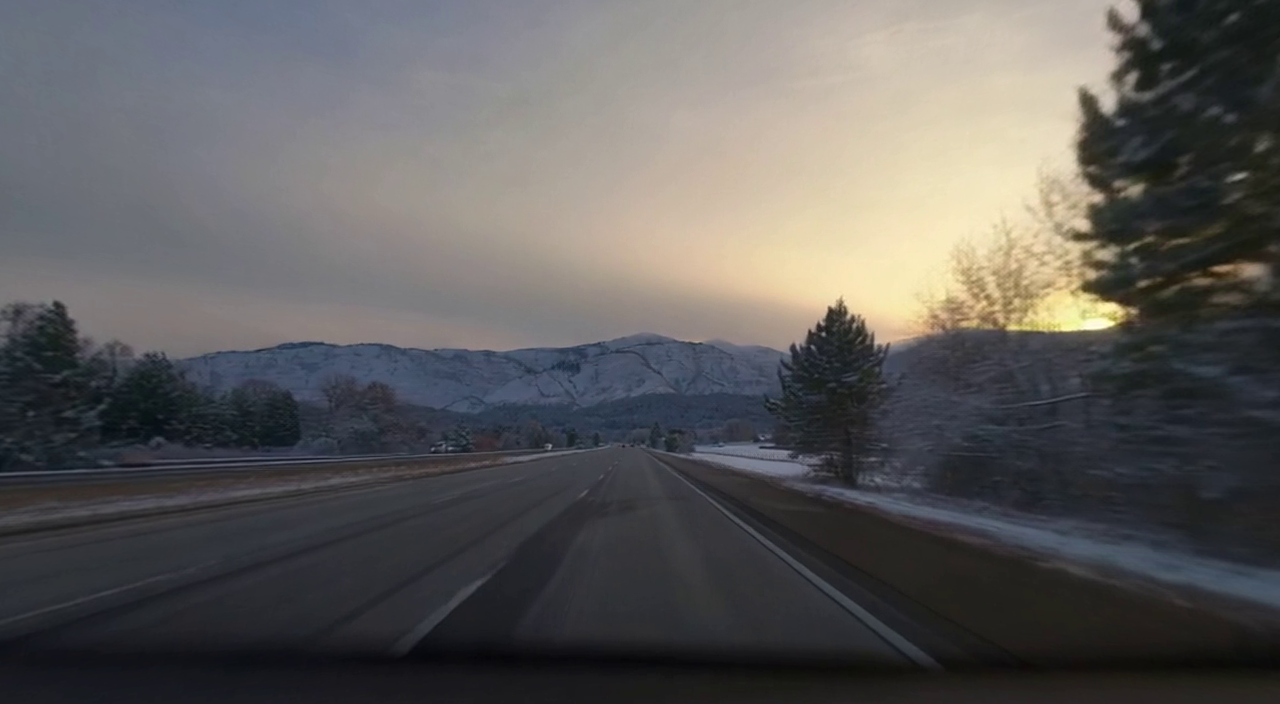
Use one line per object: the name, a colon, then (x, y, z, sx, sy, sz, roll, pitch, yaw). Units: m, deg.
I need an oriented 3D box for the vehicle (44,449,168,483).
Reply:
vehicle: (-31.894, 6.801, 38.072, 2.262, 1.841, 5.964, 0, -9, 0)
